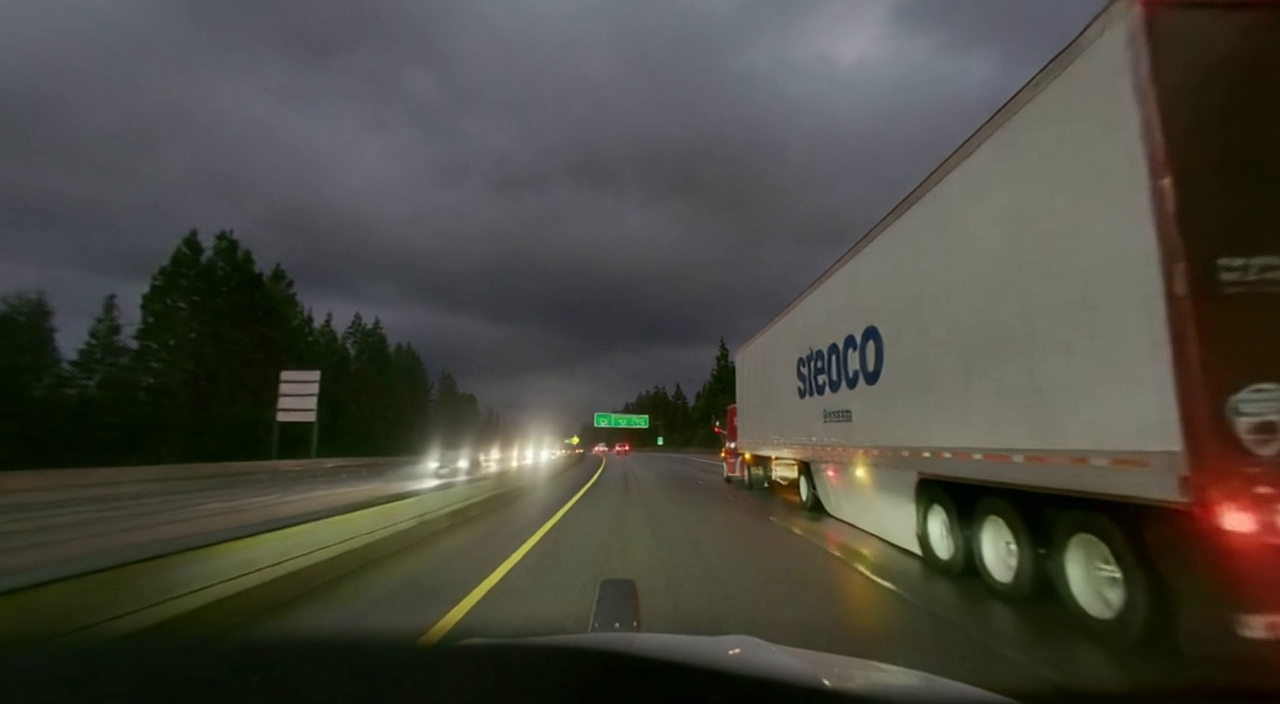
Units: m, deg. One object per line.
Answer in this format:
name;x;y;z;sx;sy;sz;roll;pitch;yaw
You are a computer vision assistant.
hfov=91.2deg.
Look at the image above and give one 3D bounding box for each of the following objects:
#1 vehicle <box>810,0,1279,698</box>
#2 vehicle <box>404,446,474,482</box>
vehicle;4.432;0.150;6.502;2.892;3.928;8.380;-1;-8;0
vehicle;-9.270;5.172;29.313;1.897;1.504;4.520;0;-8;-1
